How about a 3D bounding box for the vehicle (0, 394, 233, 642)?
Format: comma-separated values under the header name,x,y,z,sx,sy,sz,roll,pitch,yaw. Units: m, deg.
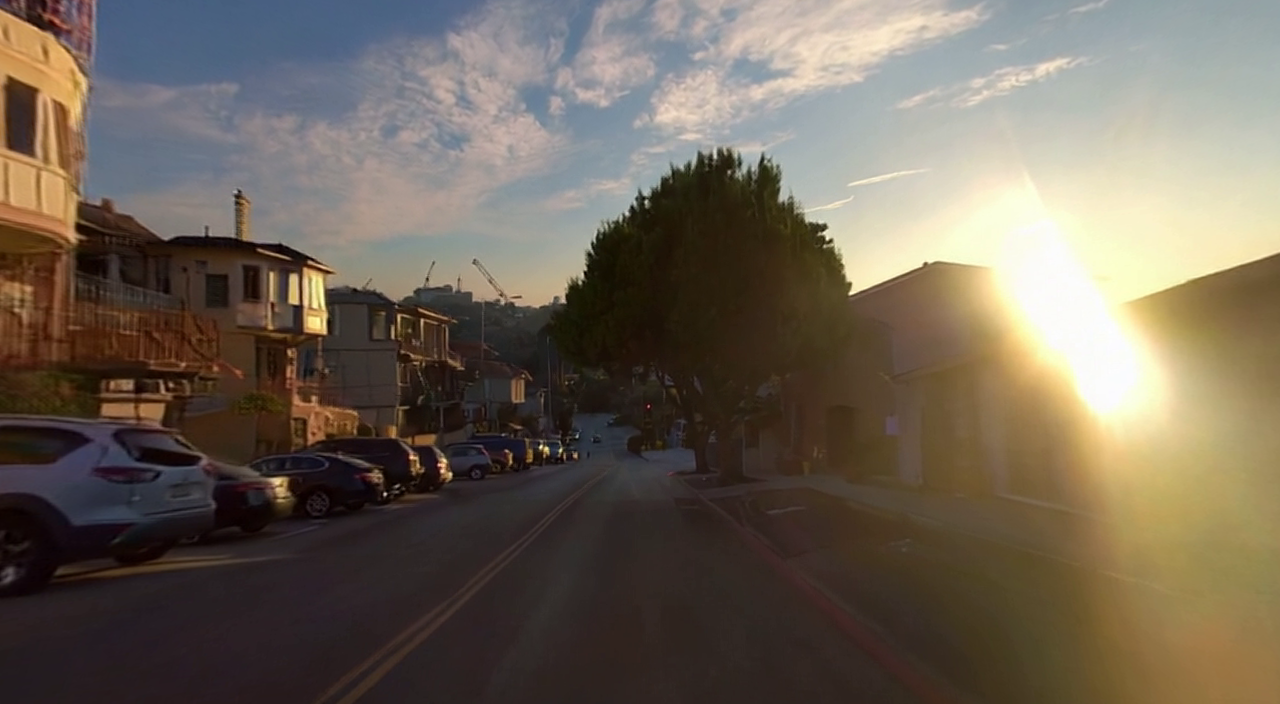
name,x,y,z,sx,sy,sz,roll,pitch,yaw
vehicle,-7.444,1.530,6.460,4.981,1.975,2.296,-1,-9,4
